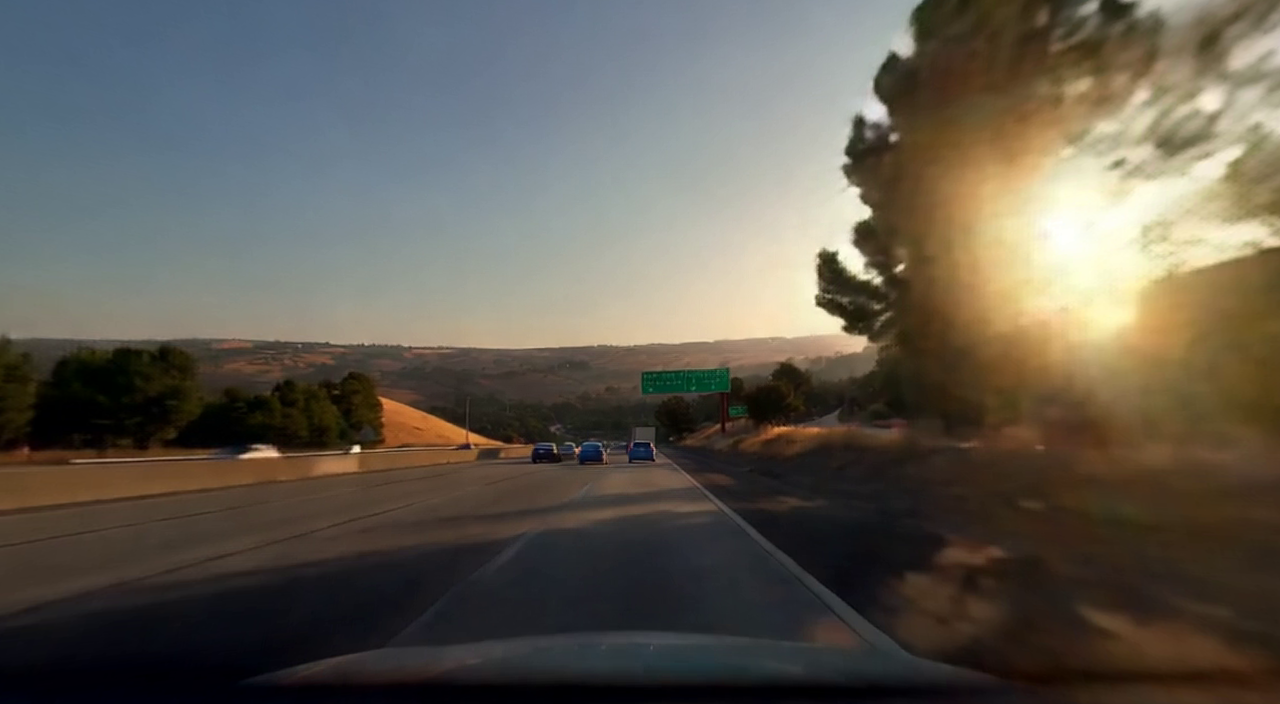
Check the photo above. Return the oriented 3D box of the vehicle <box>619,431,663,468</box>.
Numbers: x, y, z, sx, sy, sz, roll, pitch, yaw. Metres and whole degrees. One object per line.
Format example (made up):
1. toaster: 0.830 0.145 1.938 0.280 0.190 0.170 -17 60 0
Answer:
1. vehicle: 0.051 5.522 35.744 2.309 1.915 5.130 0 -8 0

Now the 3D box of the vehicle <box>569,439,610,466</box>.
1. vehicle: -3.154 6.446 40.541 2.139 1.589 5.102 0 -8 1

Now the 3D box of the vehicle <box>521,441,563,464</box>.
1. vehicle: -6.709 6.939 43.726 2.009 1.519 4.697 -1 -8 1

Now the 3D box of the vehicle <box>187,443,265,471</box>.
1. vehicle: -24.643 6.262 37.765 1.927 1.508 4.069 0 -9 -1
